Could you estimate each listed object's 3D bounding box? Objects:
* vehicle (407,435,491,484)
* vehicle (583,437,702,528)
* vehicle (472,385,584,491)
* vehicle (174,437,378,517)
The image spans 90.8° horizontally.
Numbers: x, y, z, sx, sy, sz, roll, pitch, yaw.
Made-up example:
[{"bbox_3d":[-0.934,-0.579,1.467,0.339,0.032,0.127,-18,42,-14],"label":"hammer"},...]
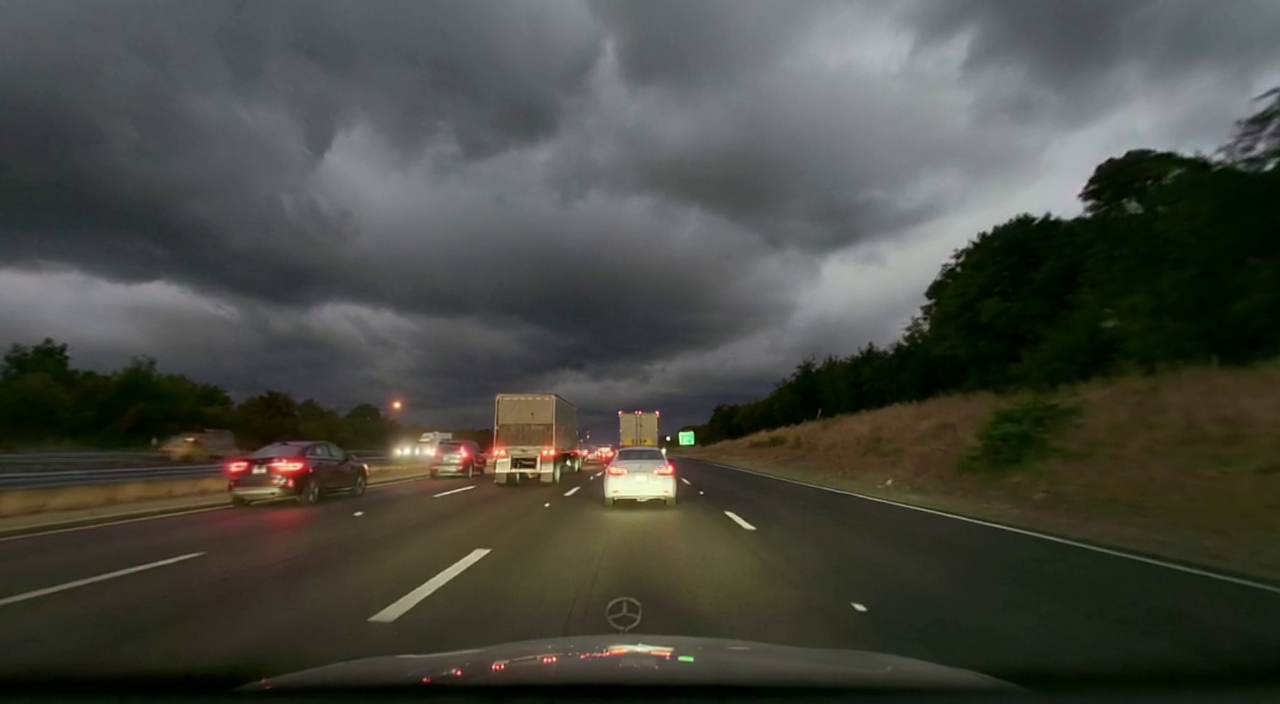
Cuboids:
[{"bbox_3d":[-7.512,4.276,25.291,1.952,1.746,4.332,-1,-9,1],"label":"vehicle"},{"bbox_3d":[0.023,2.450,12.349,1.995,1.495,3.380,0,-9,-1],"label":"vehicle"},{"bbox_3d":[-3.890,3.296,23.796,2.812,3.342,7.248,-1,-9,1],"label":"vehicle"},{"bbox_3d":[-8.002,2.770,14.523,1.879,1.521,4.623,-1,-9,1],"label":"vehicle"}]
